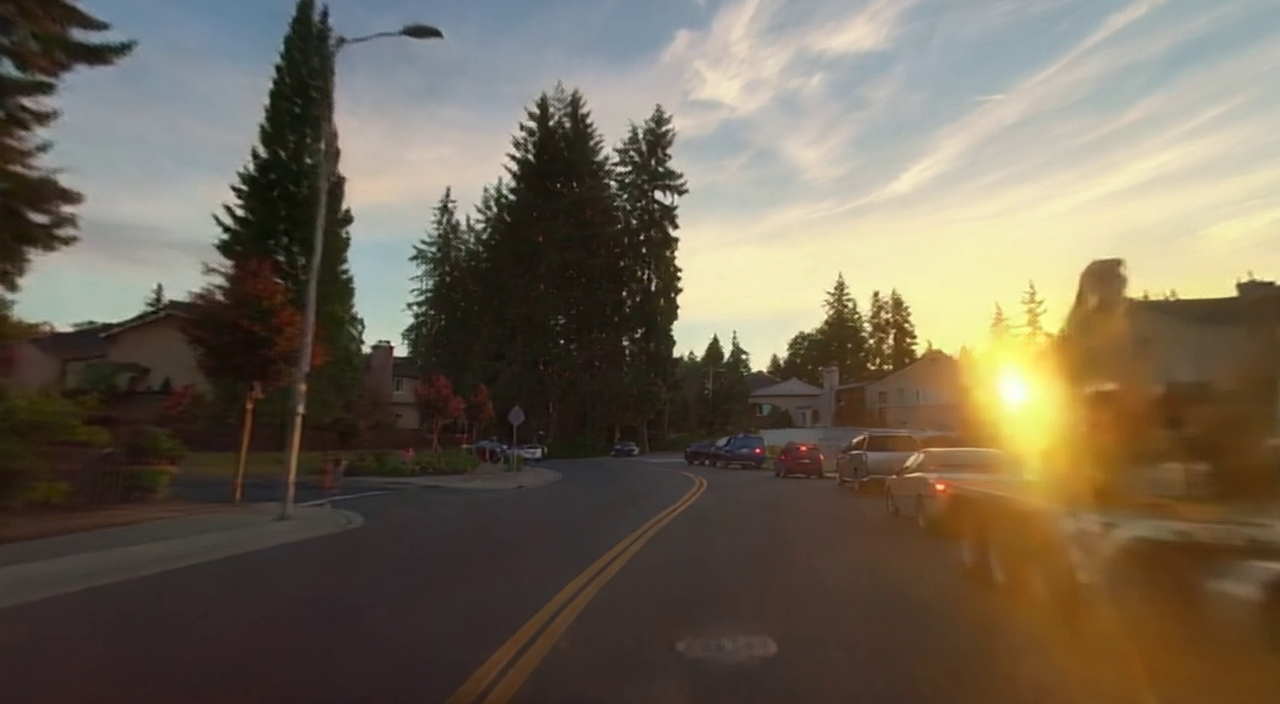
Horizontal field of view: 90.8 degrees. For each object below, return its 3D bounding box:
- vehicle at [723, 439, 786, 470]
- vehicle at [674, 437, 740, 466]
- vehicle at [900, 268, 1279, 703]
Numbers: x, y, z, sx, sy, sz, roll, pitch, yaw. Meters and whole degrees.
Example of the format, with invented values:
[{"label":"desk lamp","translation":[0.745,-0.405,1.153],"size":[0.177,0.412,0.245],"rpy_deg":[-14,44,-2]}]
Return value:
[{"label":"vehicle","translation":[6.683,6.062,37.426],"size":[1.967,1.698,4.649],"rpy_deg":[2,-9,-12]},{"label":"vehicle","translation":[4.662,7.102,45.379],"size":[2.511,1.904,6.143],"rpy_deg":[3,-9,-16]},{"label":"vehicle","translation":[4.080,0.925,3.797],"size":[2.874,2.021,7.293],"rpy_deg":[-1,-9,8]}]
